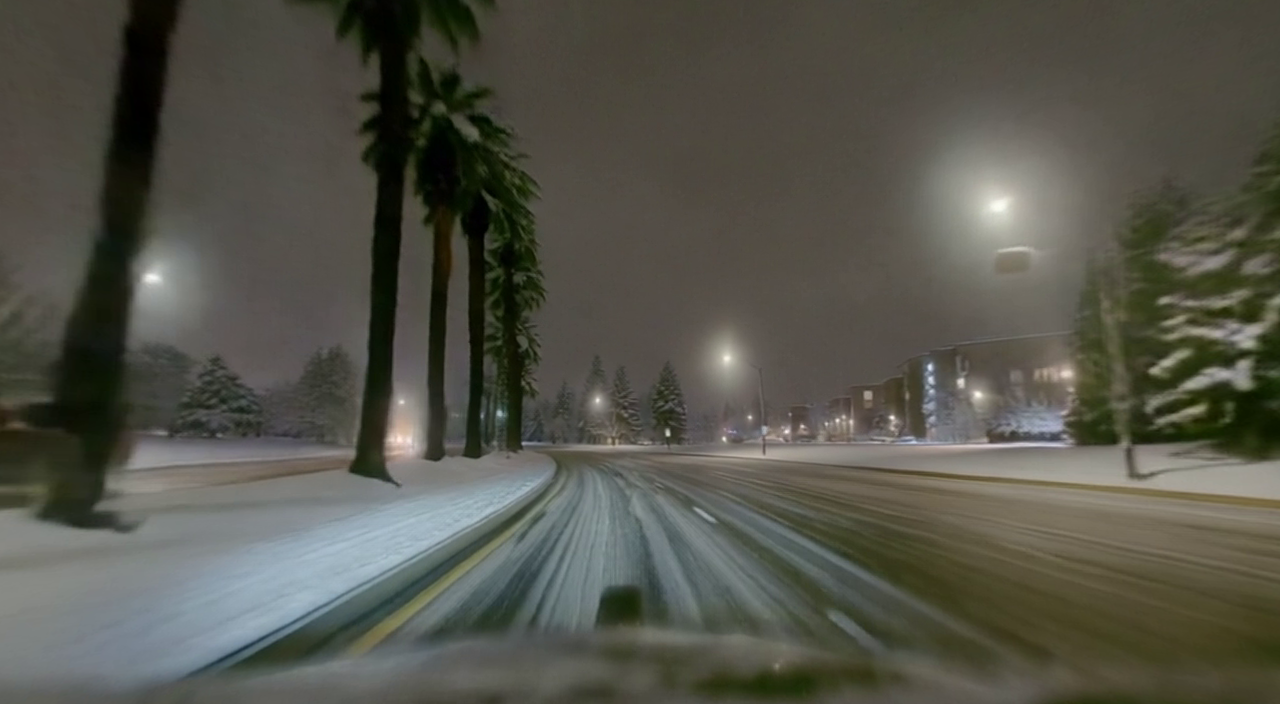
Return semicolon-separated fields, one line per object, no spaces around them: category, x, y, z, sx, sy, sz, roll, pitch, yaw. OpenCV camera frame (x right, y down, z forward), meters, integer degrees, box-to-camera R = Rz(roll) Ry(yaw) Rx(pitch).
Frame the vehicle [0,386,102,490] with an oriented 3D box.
vehicle;-12.152;1.448;10.604;2.111;1.793;4.783;0;-9;-2
